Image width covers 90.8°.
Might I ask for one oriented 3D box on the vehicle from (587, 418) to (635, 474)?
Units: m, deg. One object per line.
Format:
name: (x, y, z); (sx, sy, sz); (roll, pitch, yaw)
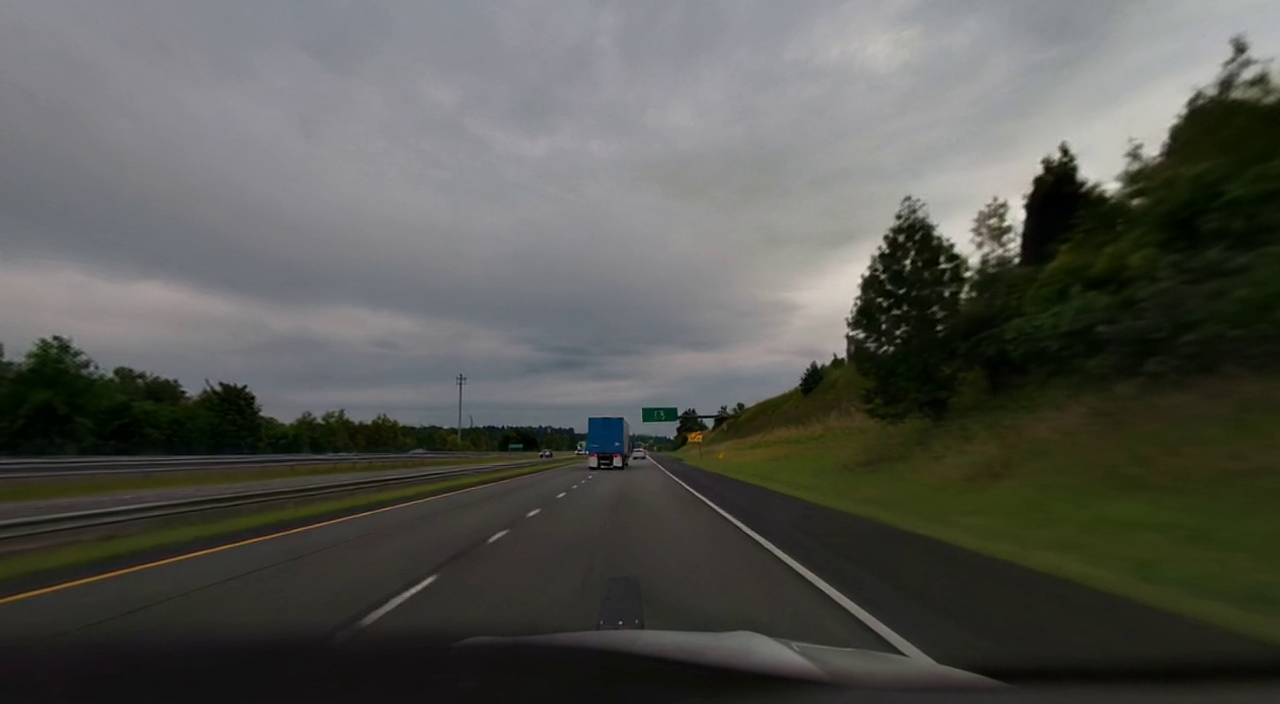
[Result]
vehicle: (-1.740, 6.033, 40.415); (2.704, 3.270, 6.745); (0, -9, 0)
